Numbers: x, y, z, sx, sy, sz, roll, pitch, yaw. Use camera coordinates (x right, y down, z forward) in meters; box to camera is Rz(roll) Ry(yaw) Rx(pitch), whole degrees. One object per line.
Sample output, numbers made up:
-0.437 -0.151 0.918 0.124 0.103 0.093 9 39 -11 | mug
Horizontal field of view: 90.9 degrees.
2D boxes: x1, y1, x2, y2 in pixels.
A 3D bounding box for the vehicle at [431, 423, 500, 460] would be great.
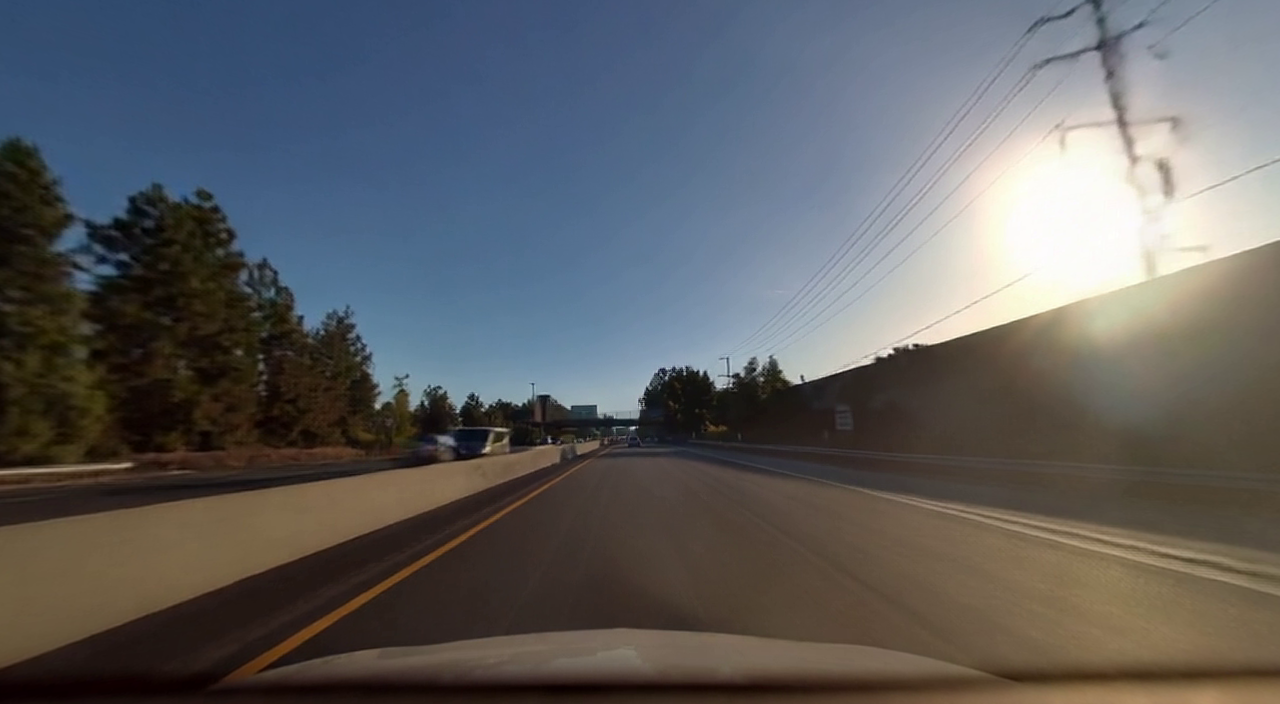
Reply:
-9.633 5.004 35.312 2.266 1.864 5.731 0 -8 0 | vehicle
